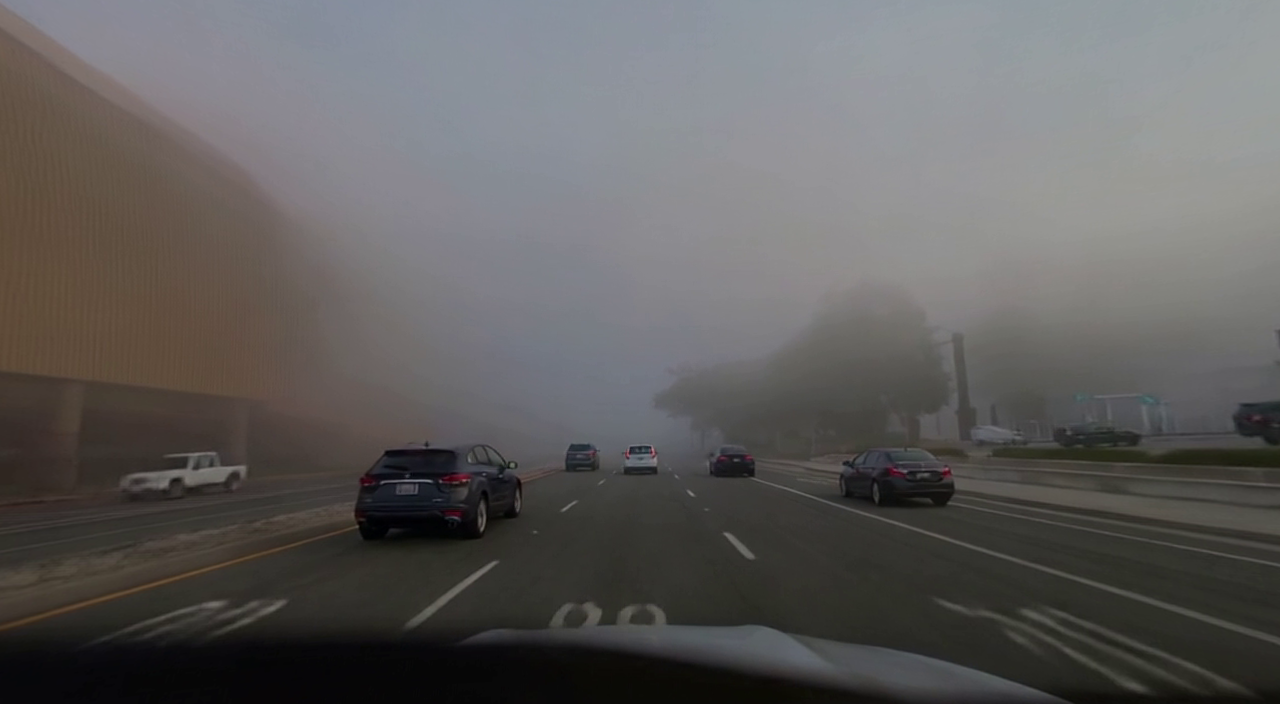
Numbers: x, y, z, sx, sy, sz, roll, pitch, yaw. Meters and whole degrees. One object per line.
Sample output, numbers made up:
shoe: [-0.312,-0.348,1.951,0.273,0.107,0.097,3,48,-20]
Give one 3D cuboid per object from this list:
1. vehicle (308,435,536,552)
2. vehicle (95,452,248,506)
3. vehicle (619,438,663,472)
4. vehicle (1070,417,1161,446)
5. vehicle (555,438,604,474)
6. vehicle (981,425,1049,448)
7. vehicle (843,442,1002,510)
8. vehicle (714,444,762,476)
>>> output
vehicle: [-3.167,2.161,10.354,2.095,1.486,4.411,0,-9,1]
vehicle: [-17.778,4.782,24.317,2.040,1.838,4.927,0,-9,0]
vehicle: [0.067,5.811,35.624,2.304,1.795,4.526,0,-9,1]
vehicle: [26.160,4.420,34.627,4.674,1.489,2.008,4,-10,-27]
vehicle: [-3.231,5.653,34.410,2.117,1.799,4.442,0,-9,1]
vehicle: [26.511,5.992,44.475,4.692,1.475,2.038,5,-10,-31]
vehicle: [6.873,3.055,16.003,1.865,1.458,4.605,0,-9,0]
vehicle: [4.750,5.305,31.076,1.884,1.458,4.245,-1,-9,3]
